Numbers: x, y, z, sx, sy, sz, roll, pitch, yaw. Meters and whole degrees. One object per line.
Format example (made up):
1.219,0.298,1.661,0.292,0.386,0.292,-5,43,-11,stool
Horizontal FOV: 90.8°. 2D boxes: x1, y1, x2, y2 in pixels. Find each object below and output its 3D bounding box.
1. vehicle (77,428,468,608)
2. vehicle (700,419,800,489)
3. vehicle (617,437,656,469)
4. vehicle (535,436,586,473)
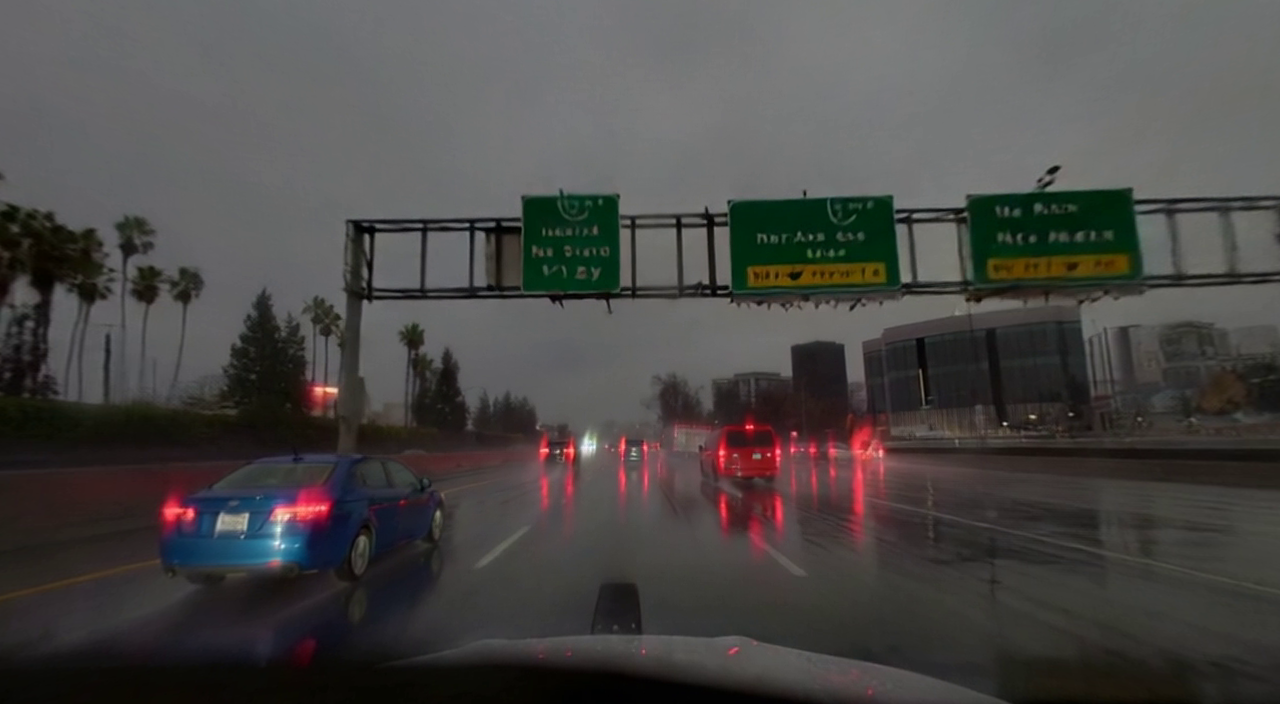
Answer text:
-3.637,1.706,7.468,1.991,1.469,4.381,0,-9,0,vehicle
3.583,3.503,21.930,2.250,2.074,5.723,0,-9,-2,vehicle
-0.246,6.023,37.877,2.212,1.786,4.198,0,-9,-1,vehicle
-4.146,5.440,33.699,2.109,1.793,4.613,0,-9,0,vehicle
